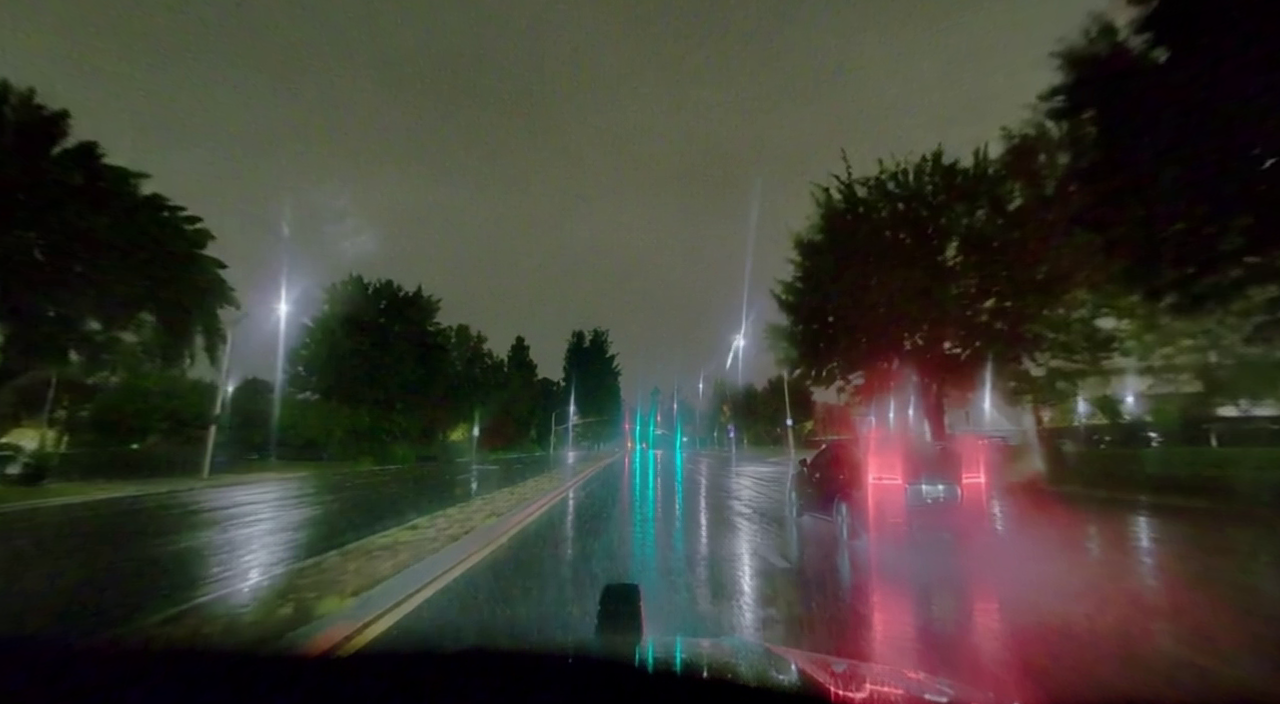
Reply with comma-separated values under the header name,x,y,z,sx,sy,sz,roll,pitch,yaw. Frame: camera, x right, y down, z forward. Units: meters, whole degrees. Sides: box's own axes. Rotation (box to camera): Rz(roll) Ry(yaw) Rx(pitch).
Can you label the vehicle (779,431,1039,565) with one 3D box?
name,x,y,z,sx,sy,sz,roll,pitch,yaw
vehicle,3.409,1.906,9.017,1.852,1.453,4.083,0,-8,-1
